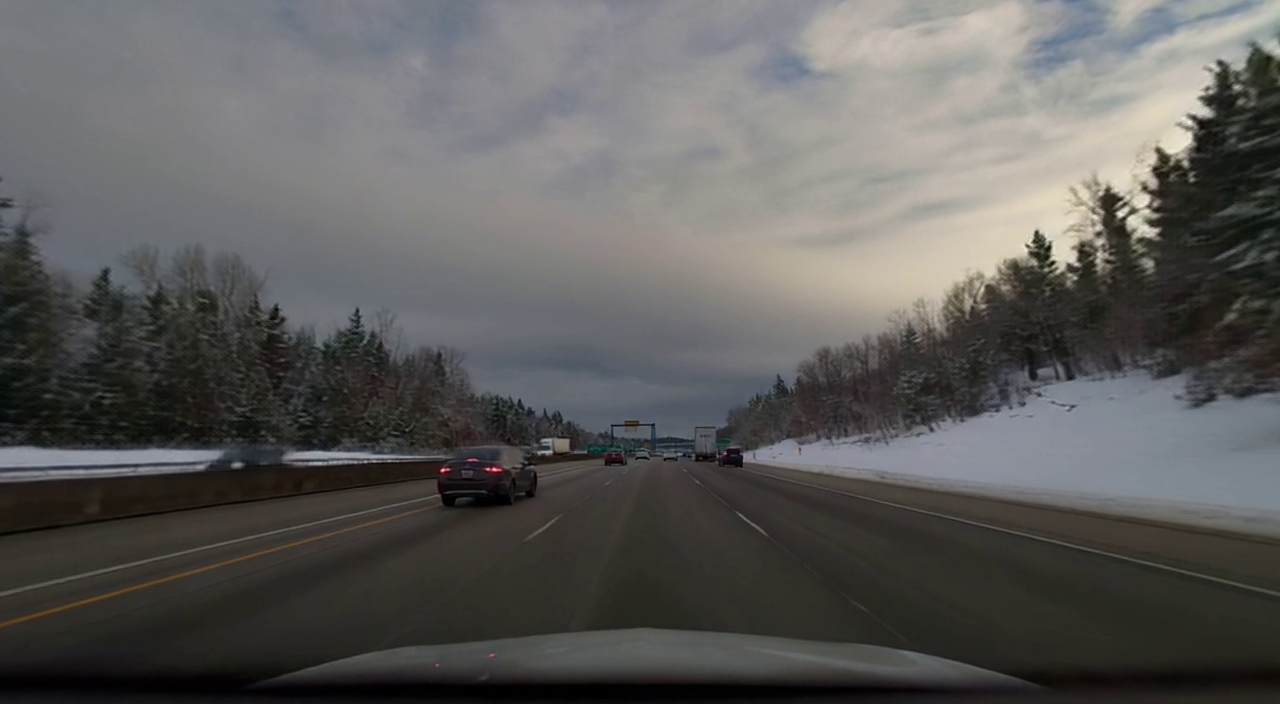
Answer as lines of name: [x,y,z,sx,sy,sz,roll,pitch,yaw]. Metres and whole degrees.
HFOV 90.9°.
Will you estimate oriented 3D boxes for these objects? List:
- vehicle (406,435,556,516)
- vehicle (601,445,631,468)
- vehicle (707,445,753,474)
vehicle: [-3.366,2.741,14.505,2.085,1.530,4.809,0,-9,2]
vehicle: [-1.815,8.137,49.156,2.017,1.683,4.309,-1,-9,3]
vehicle: [5.199,6.287,36.922,2.176,1.598,3.878,0,-9,1]
